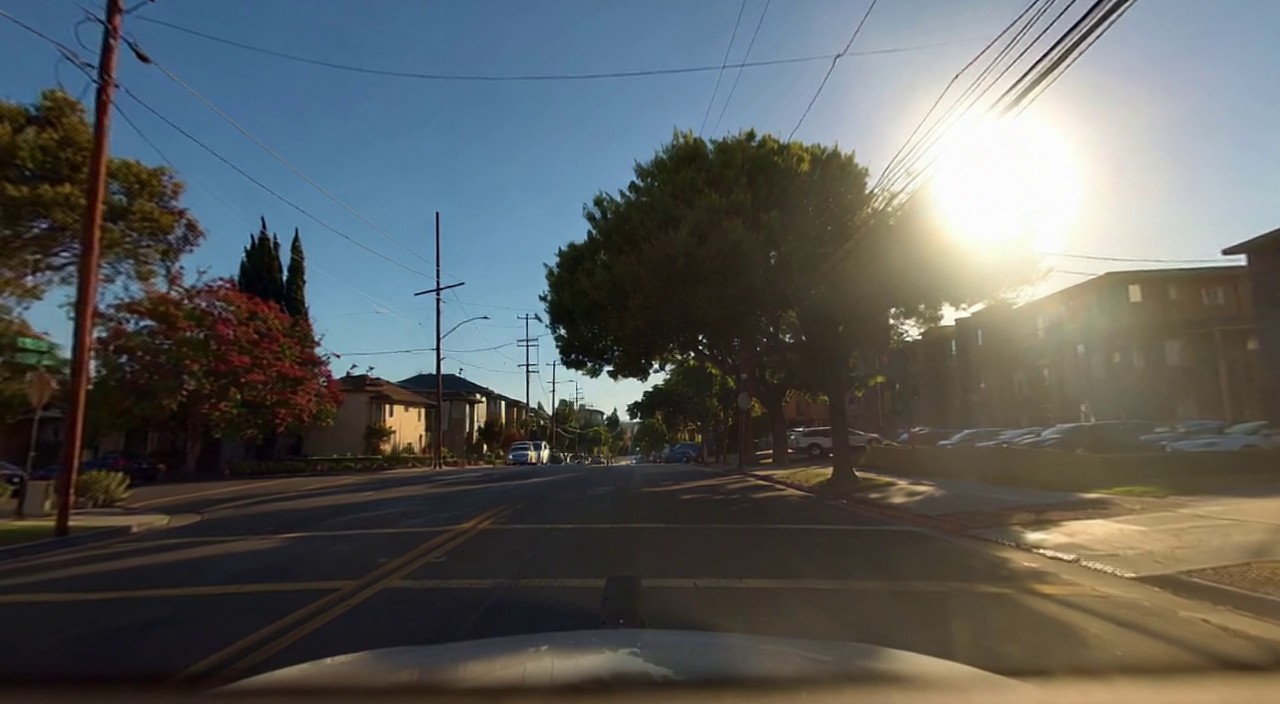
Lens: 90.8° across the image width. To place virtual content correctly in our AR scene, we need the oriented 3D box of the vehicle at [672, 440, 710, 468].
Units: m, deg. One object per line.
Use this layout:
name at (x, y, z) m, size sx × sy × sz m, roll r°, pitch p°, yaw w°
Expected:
vehicle at (3.246, 6.619, 41.161) m, size 1.993 × 1.755 × 4.256 m, roll 0°, pitch -8°, yaw -2°

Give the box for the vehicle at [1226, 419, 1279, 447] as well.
vehicle at (33.077, 4.297, 33.357) m, size 3.433 × 1.389 × 1.683 m, roll 3°, pitch -8°, yaw -22°

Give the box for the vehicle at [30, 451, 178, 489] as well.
vehicle at (-22.298, 4.912, 26.397) m, size 4.424 × 1.486 × 1.814 m, roll 0°, pitch -8°, yaw -2°

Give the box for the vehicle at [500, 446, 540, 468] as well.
vehicle at (-8.542, 7.471, 45.199) m, size 2.066 × 1.472 × 4.353 m, roll 0°, pitch -8°, yaw -1°

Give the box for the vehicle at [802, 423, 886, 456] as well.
vehicle at (11.176, 4.792, 34.495) m, size 4.509 × 1.664 × 1.981 m, roll 6°, pitch -10°, yaw -35°

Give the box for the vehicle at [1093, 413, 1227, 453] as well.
vehicle at (22.388, 3.519, 27.332) m, size 4.002 × 1.505 × 2.061 m, roll -1°, pitch -10°, yaw -5°
